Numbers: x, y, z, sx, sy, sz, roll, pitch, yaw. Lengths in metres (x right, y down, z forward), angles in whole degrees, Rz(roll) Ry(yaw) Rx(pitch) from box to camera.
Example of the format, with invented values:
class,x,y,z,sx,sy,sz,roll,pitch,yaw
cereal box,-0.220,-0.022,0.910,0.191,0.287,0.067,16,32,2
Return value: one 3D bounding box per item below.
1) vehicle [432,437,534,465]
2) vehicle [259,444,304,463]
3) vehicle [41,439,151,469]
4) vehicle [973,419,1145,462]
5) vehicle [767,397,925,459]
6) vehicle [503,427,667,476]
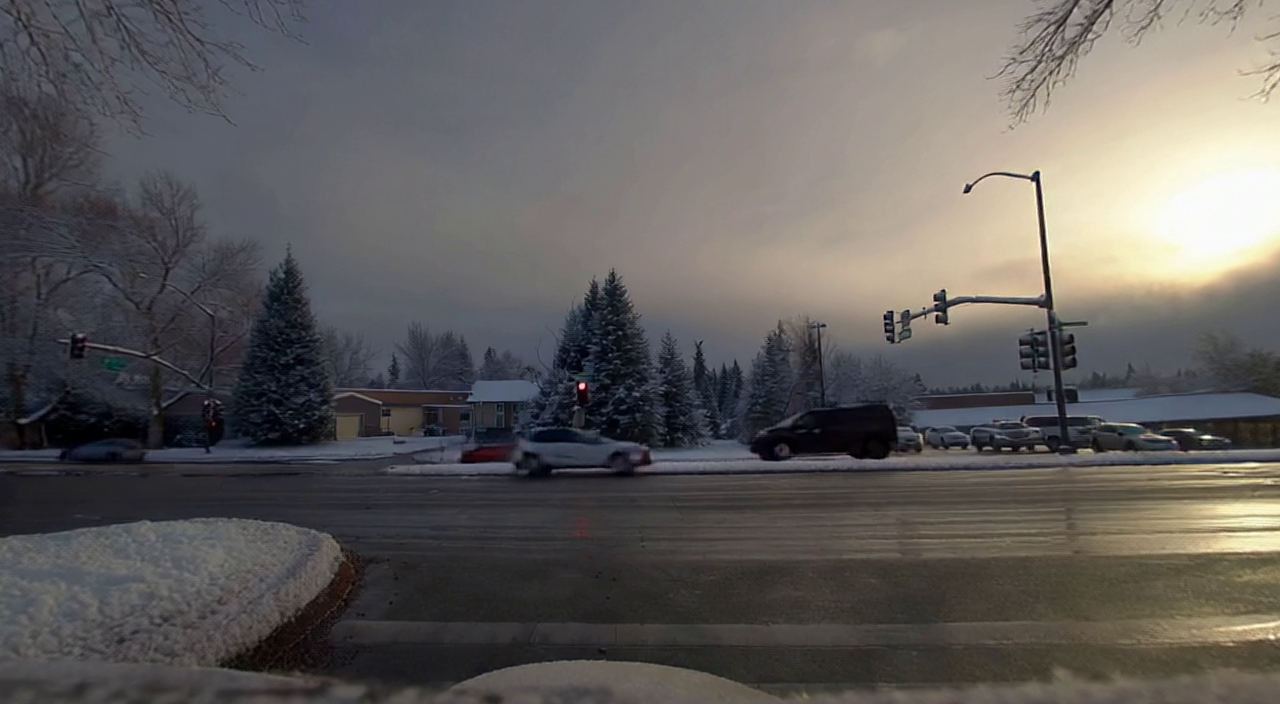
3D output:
class,x,y,z,sx,sy,sz,roll,pitch,yaw
vehicle,-8.311,5.259,33.640,4.860,1.441,1.934,-2,-9,11
vehicle,-28.055,7.917,49.536,2.235,1.417,4.272,3,-9,-19
vehicle,-30.158,5.645,35.081,4.677,1.593,2.029,-2,-9,10
vehicle,15.024,3.217,22.943,4.749,1.461,1.892,-1,-9,9
vehicle,11.014,4.203,34.580,7.790,3.197,2.653,-2,-9,10
vehicle,-1.692,3.186,20.257,4.836,1.445,2.057,-2,-9,10
